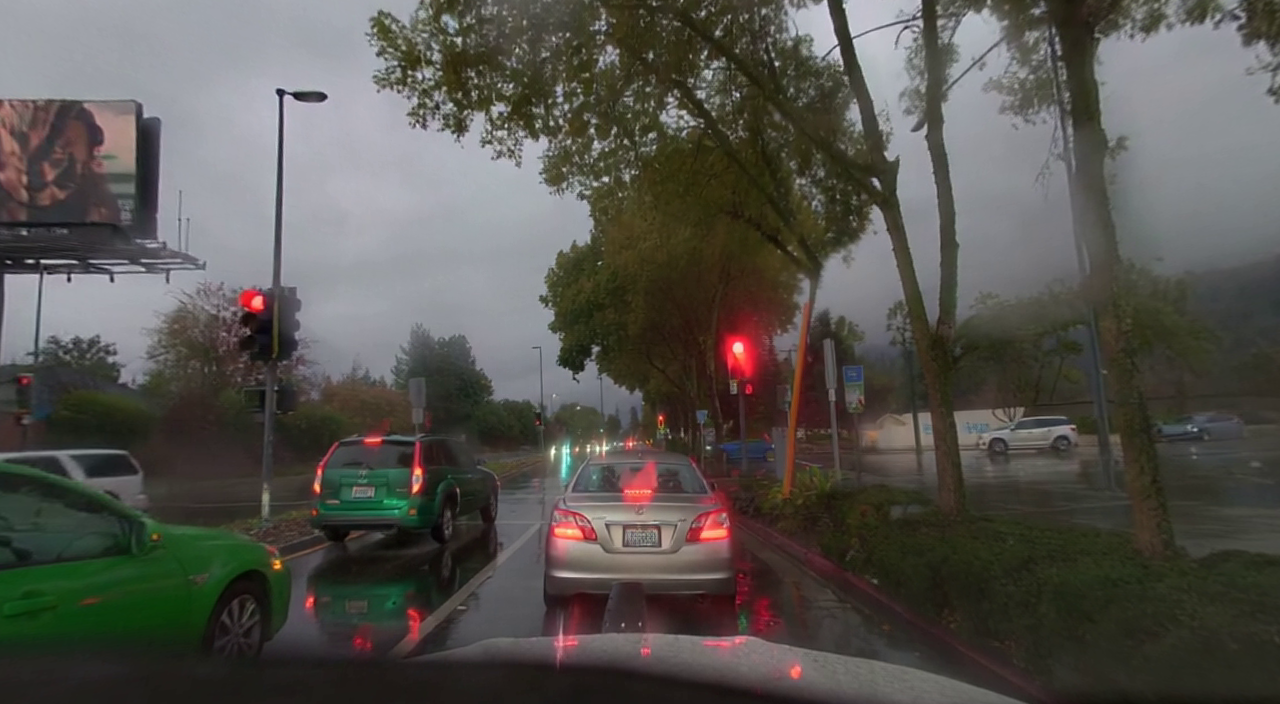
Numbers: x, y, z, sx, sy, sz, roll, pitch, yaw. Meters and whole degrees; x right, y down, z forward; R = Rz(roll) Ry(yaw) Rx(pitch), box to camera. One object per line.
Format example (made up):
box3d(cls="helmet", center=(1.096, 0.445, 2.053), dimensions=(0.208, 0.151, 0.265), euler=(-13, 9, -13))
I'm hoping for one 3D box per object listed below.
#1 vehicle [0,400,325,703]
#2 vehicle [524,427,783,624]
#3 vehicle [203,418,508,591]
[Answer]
box3d(cls="vehicle", center=(-3.144, 0.975, 2.422), dimensions=(1.808, 1.520, 3.846), euler=(-1, -9, 1))
box3d(cls="vehicle", center=(0.035, 1.595, 6.624), dimensions=(1.977, 1.467, 3.474), euler=(0, -9, -2))
box3d(cls="vehicle", center=(-3.161, 1.783, 8.136), dimensions=(1.950, 1.628, 4.082), euler=(-1, -9, 1))
